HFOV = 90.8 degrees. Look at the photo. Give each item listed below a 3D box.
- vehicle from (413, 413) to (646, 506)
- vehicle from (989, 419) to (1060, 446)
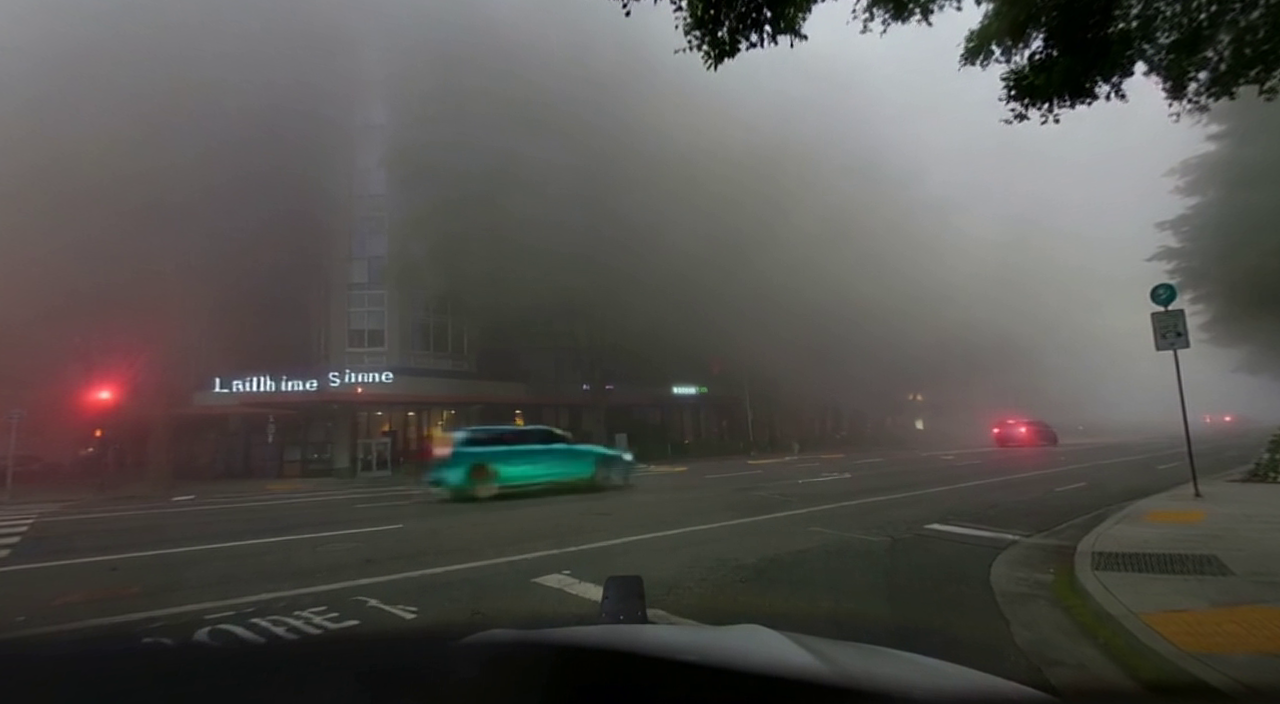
[{"bbox_3d":[-2.106,2.110,12.682,4.182,1.536,1.885,7,-11,-37],"label":"vehicle"},{"bbox_3d":[21.838,4.613,35.842,4.442,1.458,1.902,7,-11,-38],"label":"vehicle"}]
